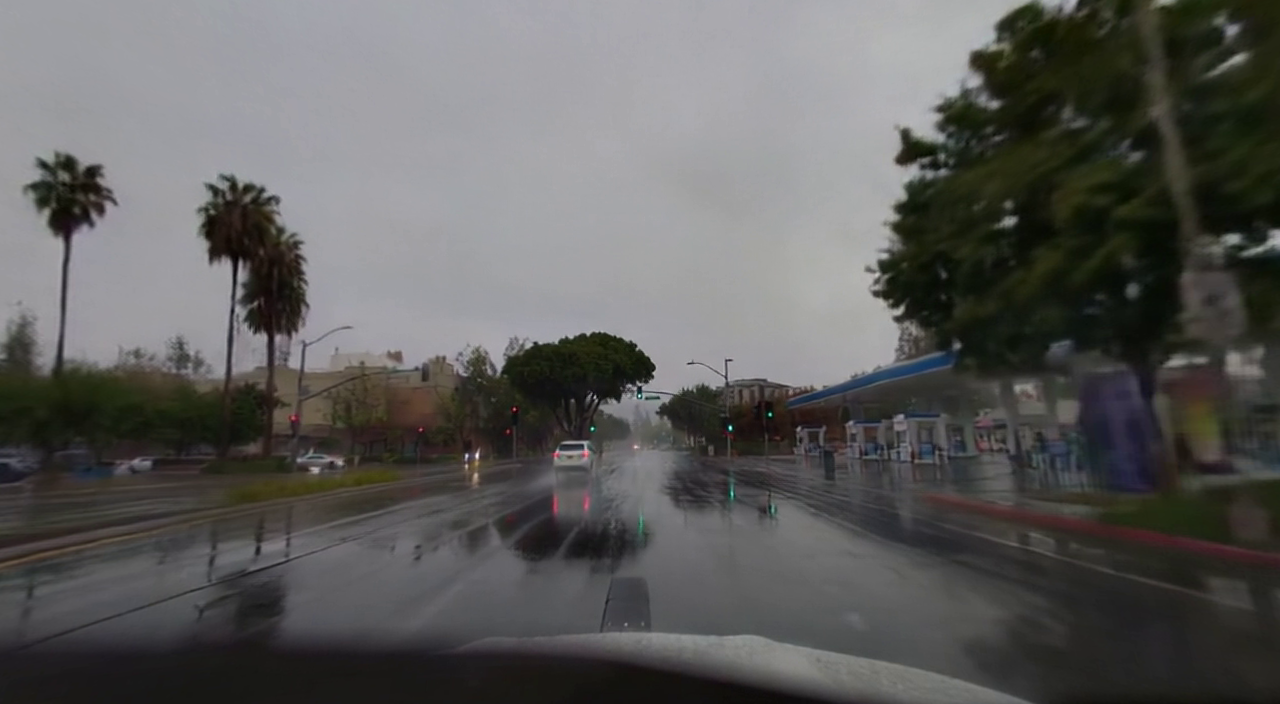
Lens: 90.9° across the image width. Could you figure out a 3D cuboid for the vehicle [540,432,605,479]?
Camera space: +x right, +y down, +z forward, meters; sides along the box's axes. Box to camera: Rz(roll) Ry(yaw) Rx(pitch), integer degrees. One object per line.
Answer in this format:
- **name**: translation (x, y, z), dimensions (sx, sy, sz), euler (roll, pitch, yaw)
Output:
- **vehicle**: translation (-2.642, 4.203, 25.791), dimensions (2.011, 1.756, 4.478), euler (0, -9, 2)
